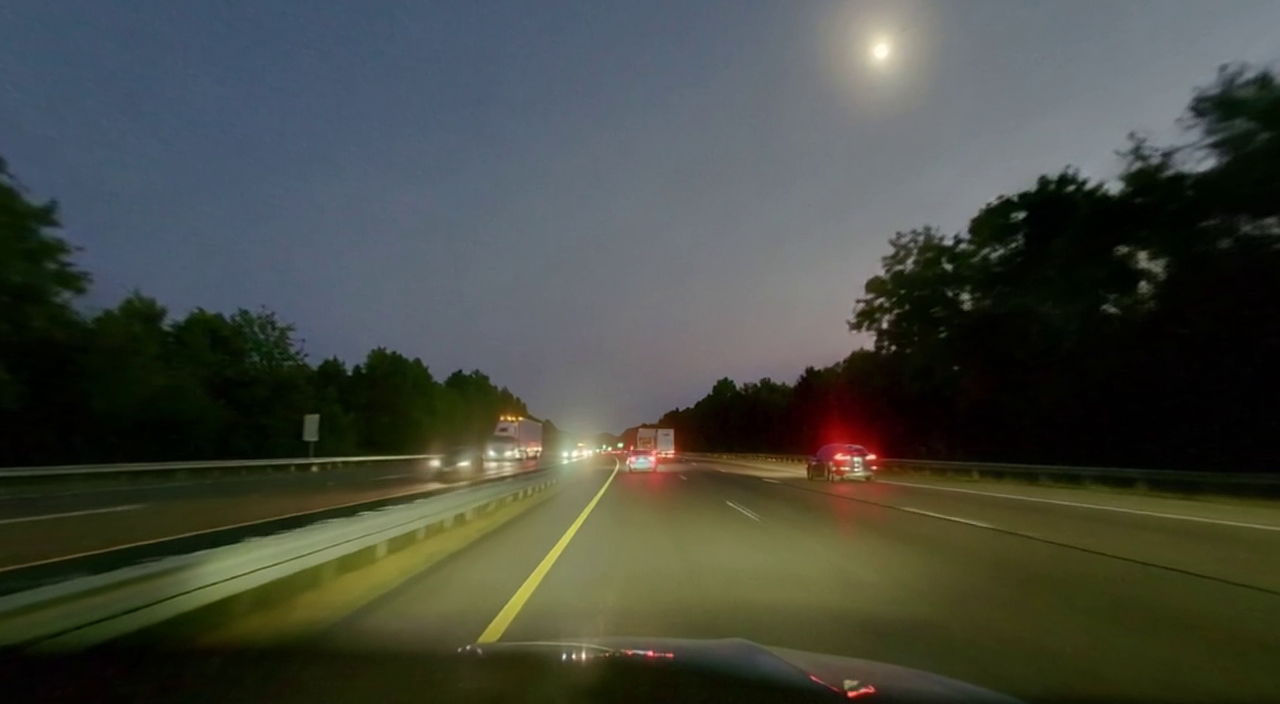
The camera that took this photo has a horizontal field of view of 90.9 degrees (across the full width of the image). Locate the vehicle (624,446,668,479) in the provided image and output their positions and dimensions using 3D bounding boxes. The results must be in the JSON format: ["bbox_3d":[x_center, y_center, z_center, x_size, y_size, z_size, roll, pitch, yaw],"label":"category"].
[{"bbox_3d":[0.233,5.443,31.384,2.069,1.523,4.012,0,-9,-2],"label":"vehicle"}]

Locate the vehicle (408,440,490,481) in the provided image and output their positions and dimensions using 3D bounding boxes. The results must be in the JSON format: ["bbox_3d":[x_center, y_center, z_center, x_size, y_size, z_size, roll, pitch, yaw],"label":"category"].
[{"bbox_3d":[-7.534,4.340,25.364,1.978,1.485,4.330,0,-9,0],"label":"vehicle"}]
